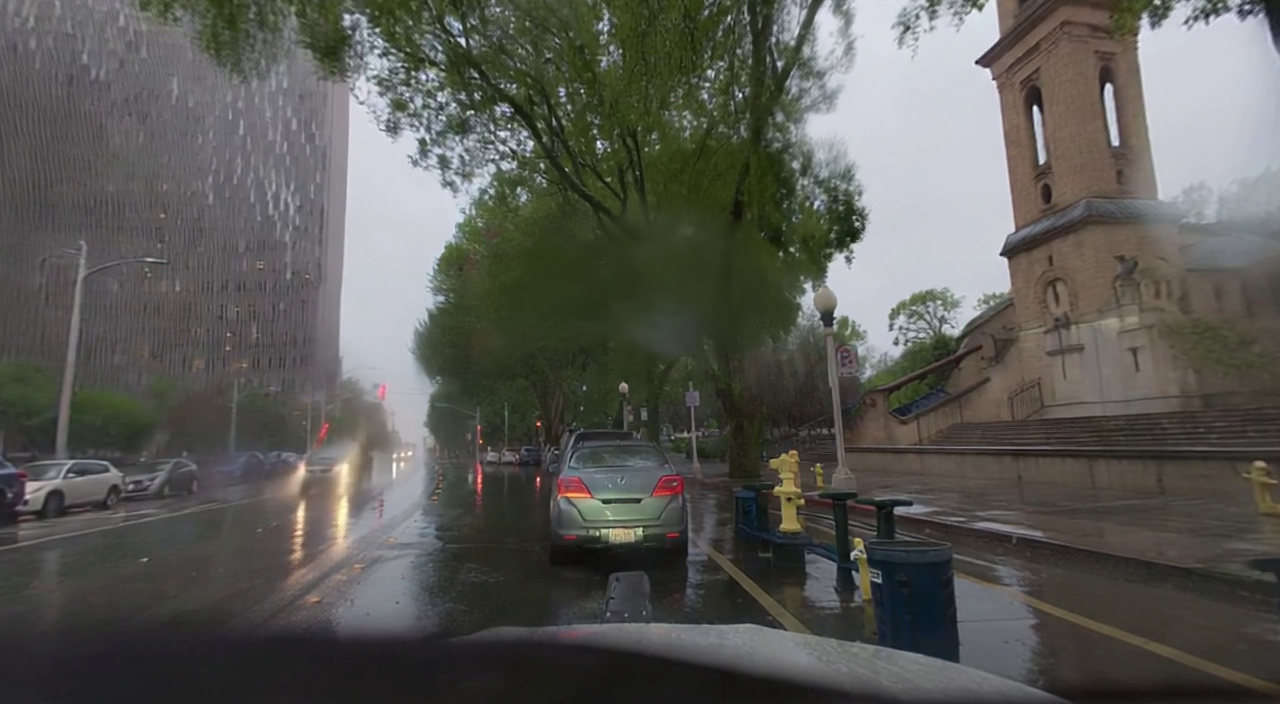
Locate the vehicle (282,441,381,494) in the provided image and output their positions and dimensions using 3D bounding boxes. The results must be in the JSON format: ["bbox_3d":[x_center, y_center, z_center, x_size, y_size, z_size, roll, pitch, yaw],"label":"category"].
[{"bbox_3d":[-11.099,4.152,23.080,2.179,1.698,4.549,2,-9,-12],"label":"vehicle"}]

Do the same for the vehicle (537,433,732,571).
[{"bbox_3d":[-0.247,1.944,9.003,2.142,1.475,4.051,1,-8,-6],"label":"vehicle"}]
